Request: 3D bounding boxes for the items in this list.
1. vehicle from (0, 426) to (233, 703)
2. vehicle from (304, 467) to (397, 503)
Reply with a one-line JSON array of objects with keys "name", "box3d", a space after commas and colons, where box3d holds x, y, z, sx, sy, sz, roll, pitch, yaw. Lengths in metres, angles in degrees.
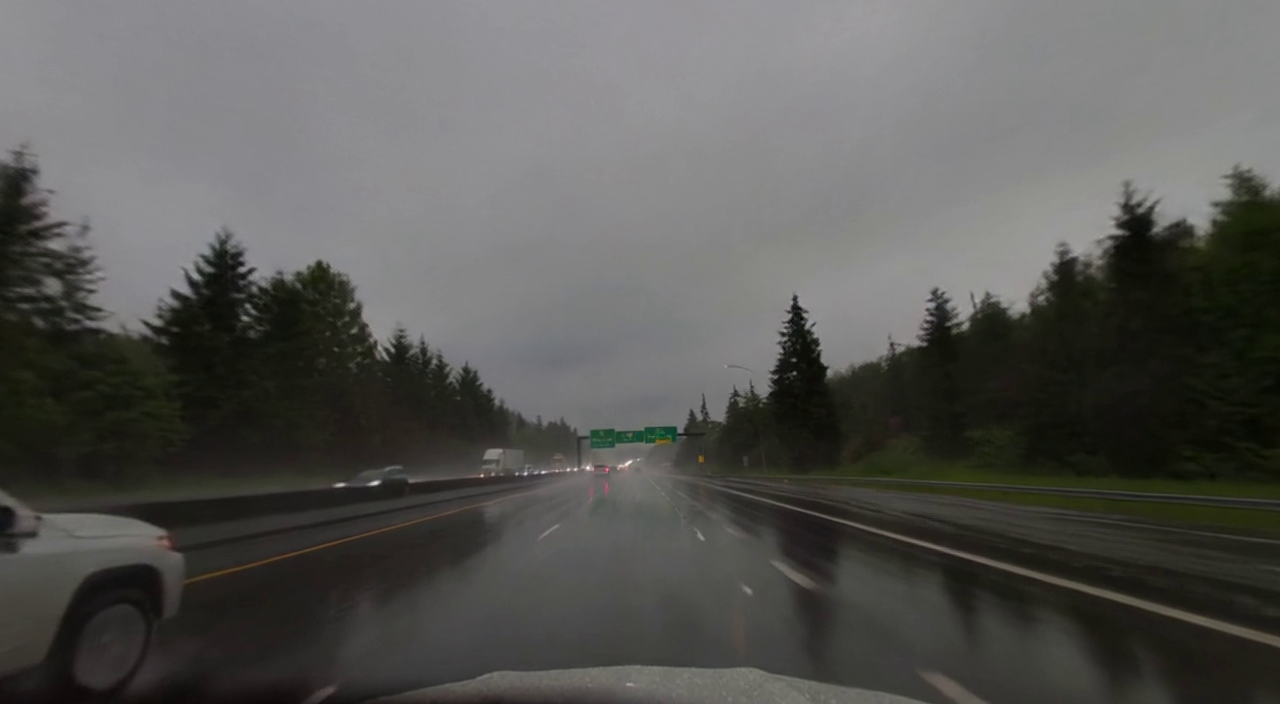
[{"name": "vehicle", "box3d": [-3.670, 0.861, 1.805, 1.998, 1.427, 4.462, 1, -11, 0]}, {"name": "vehicle", "box3d": [-12.665, 5.835, 27.930, 1.914, 1.433, 4.551, 1, -11, 0]}]
